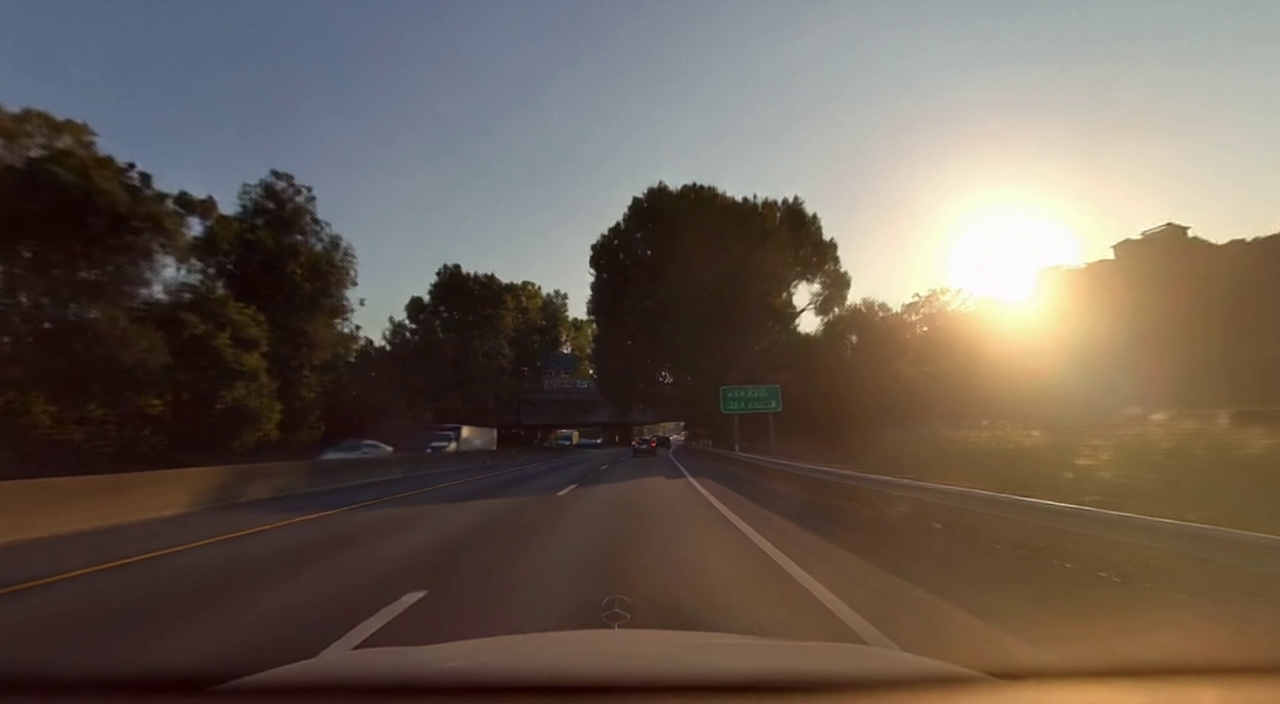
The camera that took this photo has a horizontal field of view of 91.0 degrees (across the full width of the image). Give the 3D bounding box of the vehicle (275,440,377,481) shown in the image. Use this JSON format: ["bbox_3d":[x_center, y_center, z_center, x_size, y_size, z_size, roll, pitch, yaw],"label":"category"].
[{"bbox_3d":[-13.908,4.805,28.270,1.981,1.665,4.725,-1,-8,2],"label":"vehicle"}]

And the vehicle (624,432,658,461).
[{"bbox_3d":[0.109,6.457,43.104,2.188,1.825,4.282,-1,-8,1],"label":"vehicle"}]
